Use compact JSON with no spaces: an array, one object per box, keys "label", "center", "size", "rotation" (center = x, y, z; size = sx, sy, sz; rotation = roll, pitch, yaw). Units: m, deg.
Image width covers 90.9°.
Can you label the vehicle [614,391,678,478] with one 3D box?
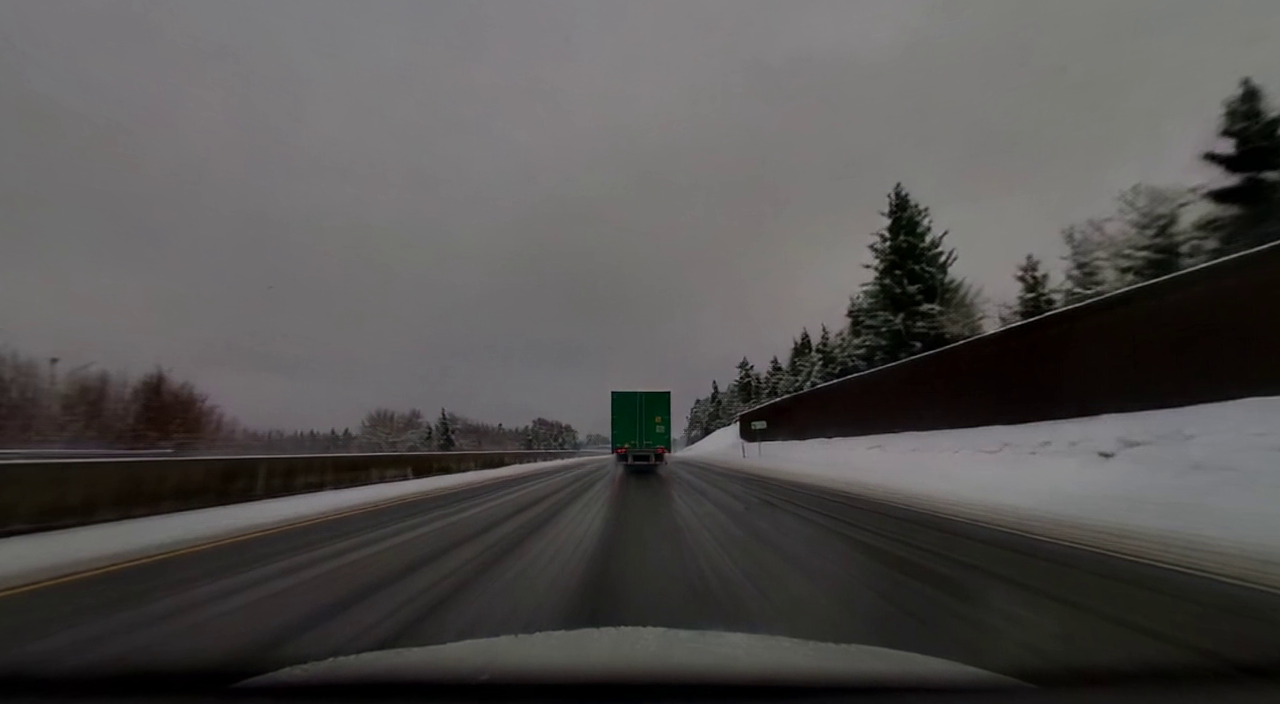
[{"label":"vehicle","center":[0.158,4.526,33.681],"size":[2.900,3.955,10.151],"rotation":[0,-9,-1]}]
